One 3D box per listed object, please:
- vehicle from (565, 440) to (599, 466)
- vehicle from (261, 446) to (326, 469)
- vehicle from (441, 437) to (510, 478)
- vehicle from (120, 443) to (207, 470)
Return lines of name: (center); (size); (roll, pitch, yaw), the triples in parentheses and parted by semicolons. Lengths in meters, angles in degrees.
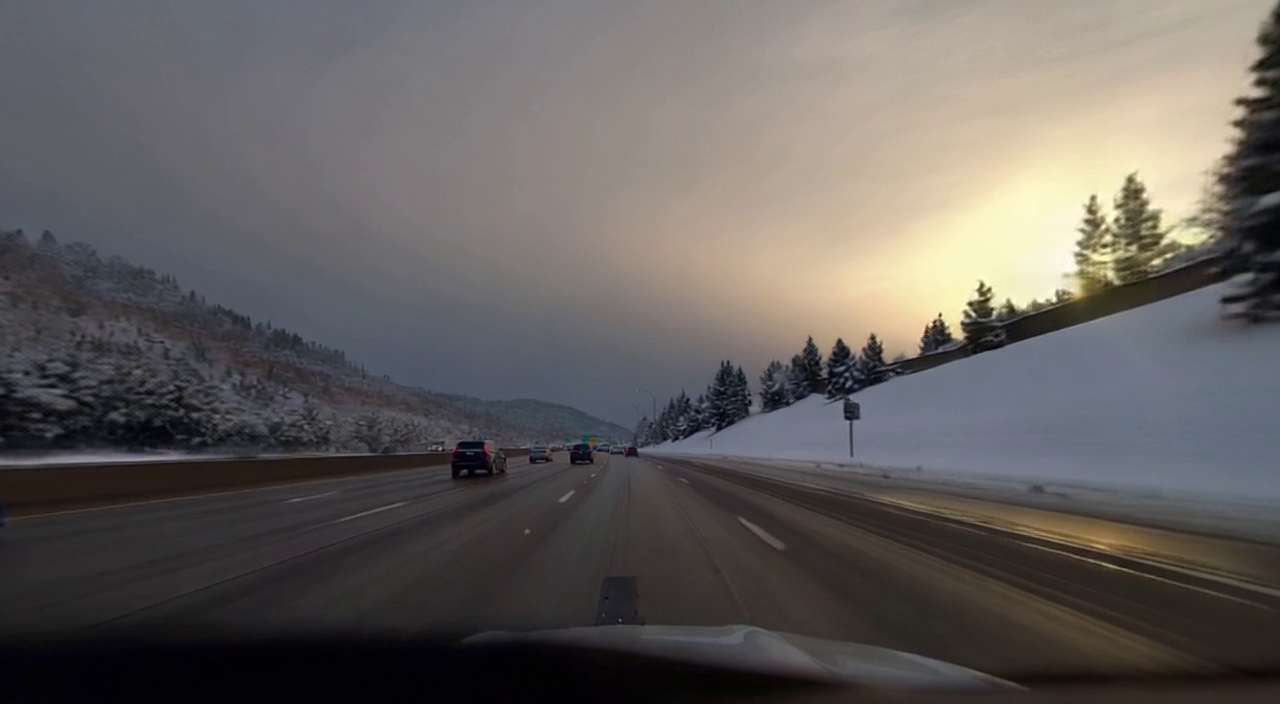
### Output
vehicle: (-4.060, 7.159, 44.776); (2.115, 1.713, 4.263); (0, -9, -2)
vehicle: (-23.636, 7.179, 43.321); (1.890, 1.475, 4.592); (0, -9, 0)
vehicle: (-7.738, 4.982, 30.181); (2.074, 1.768, 4.805); (0, -9, -1)
vehicle: (-31.202, 6.846, 41.551); (1.945, 1.641, 4.947); (0, -9, -1)
